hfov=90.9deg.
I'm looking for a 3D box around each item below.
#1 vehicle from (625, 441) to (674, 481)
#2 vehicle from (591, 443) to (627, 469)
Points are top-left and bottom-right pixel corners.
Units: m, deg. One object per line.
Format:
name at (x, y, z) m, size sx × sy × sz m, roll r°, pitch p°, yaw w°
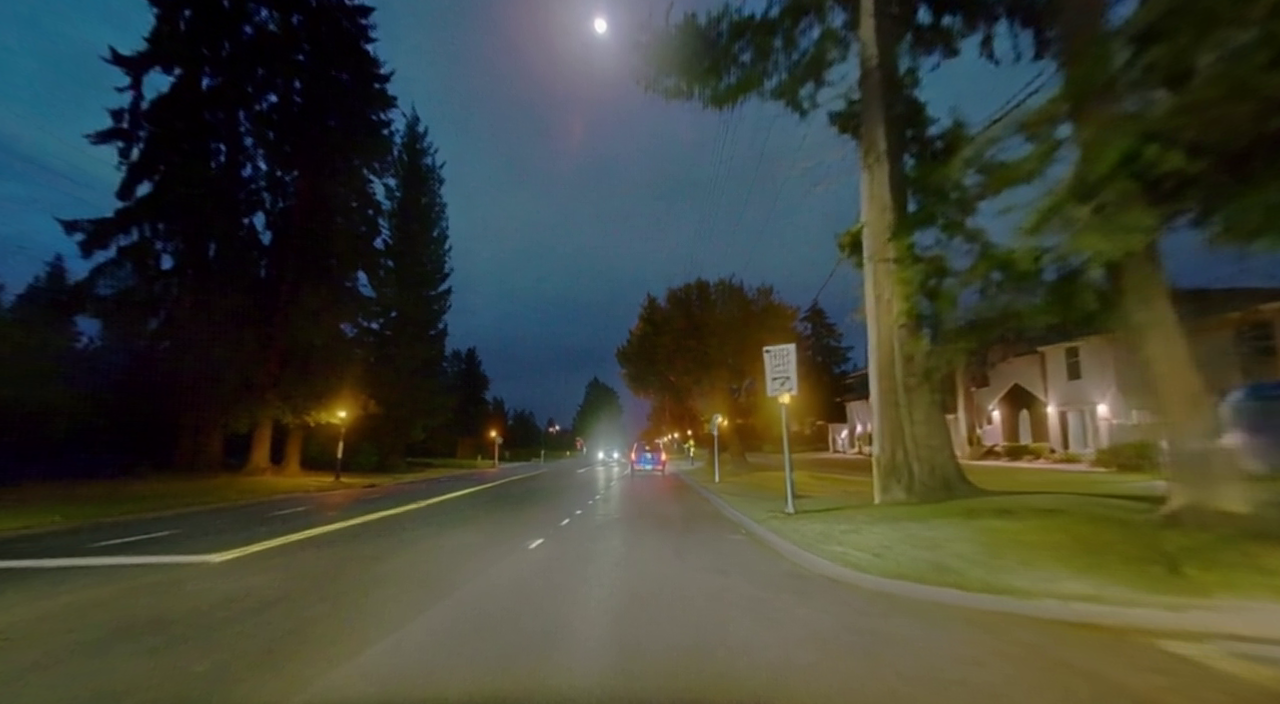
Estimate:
vehicle at (0.428, 5.082, 29.642) m, size 2.120 × 1.718 × 3.909 m, roll 0°, pitch -9°, yaw 0°
vehicle at (-2.135, 7.323, 44.518) m, size 2.157 × 1.765 × 4.303 m, roll 0°, pitch -9°, yaw 2°
